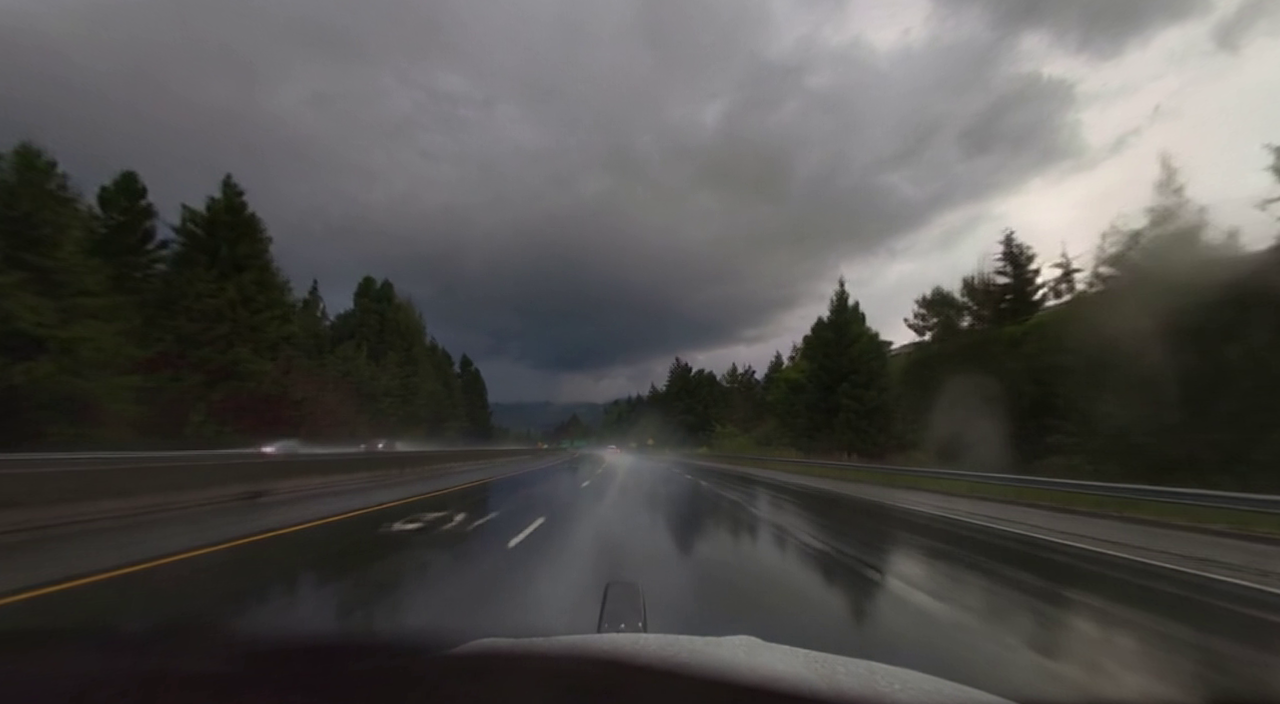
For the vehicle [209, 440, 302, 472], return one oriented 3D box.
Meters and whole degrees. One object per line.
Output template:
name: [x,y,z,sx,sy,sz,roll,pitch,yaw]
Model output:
vehicle: [-19.058,5.172,31.470,2.242,1.458,3.842,0,-9,-1]
